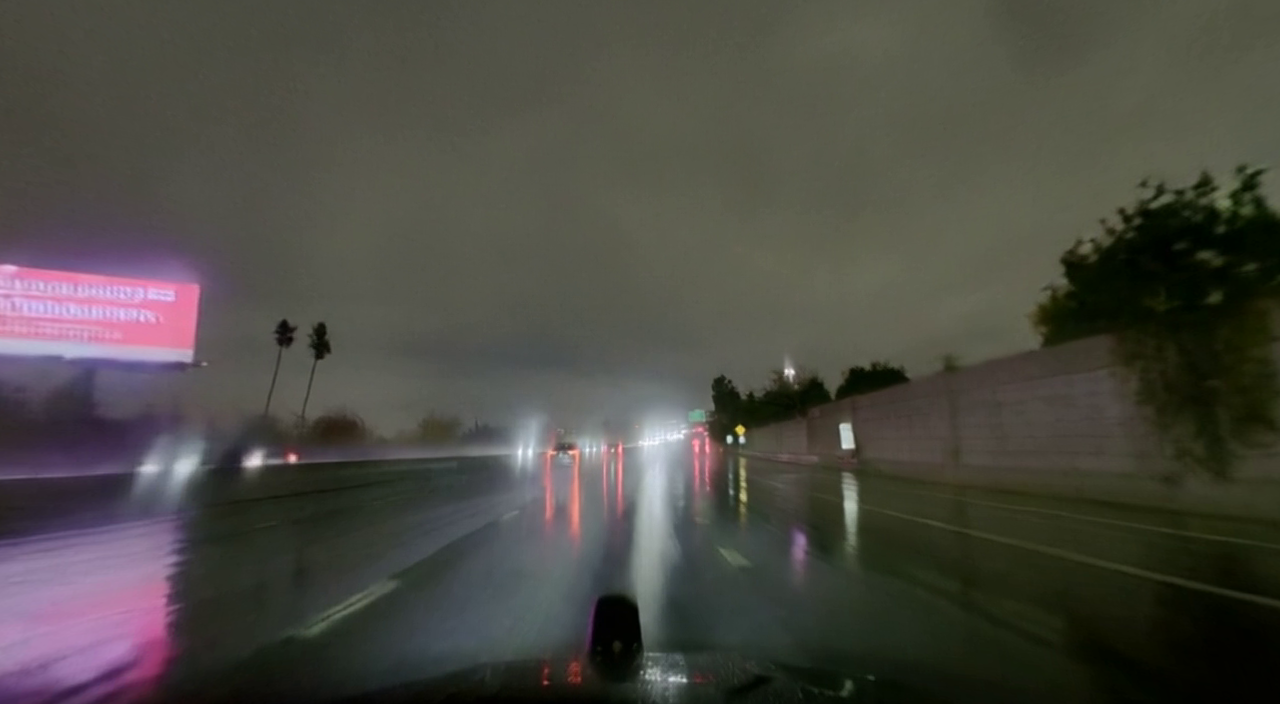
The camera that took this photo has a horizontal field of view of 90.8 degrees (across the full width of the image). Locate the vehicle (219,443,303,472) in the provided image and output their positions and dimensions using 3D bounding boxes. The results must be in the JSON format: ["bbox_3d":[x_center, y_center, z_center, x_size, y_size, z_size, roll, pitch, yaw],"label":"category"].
[{"bbox_3d":[-22.388,6.233,37.530,2.139,1.566,4.463,0,-9,2],"label":"vehicle"}]

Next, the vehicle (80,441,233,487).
[{"bbox_3d":[-18.412,4.260,24.421,2.074,1.600,4.758,0,-8,1],"label":"vehicle"}]

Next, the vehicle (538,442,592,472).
[{"bbox_3d":[-3.814,5.477,33.105,2.078,1.457,4.648,0,-8,3],"label":"vehicle"}]
